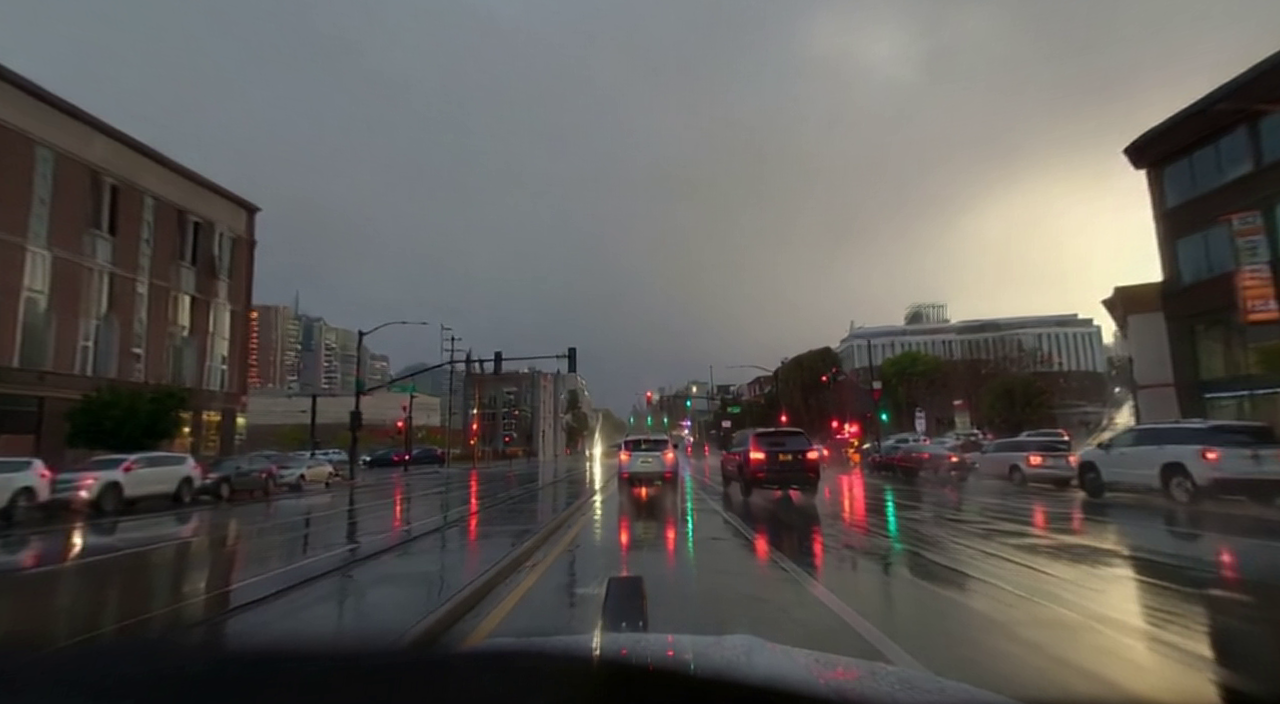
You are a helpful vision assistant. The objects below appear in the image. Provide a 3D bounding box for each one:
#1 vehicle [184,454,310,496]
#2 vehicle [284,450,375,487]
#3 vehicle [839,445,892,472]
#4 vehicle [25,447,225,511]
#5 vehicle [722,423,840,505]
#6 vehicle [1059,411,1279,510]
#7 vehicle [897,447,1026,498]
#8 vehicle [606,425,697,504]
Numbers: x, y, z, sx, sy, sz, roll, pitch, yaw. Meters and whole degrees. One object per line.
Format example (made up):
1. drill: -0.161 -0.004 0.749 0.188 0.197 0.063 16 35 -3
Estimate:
1. vehicle: -15.409 4.825 25.172 1.792 1.429 5.161 0 -9 -1
2. vehicle: -15.445 5.796 31.730 2.096 1.416 4.885 0 -6 0
3. vehicle: 14.508 6.877 40.828 1.734 1.527 4.531 -3 -9 0
4. vehicle: -15.497 3.789 19.499 1.825 1.685 5.220 1 -8 -1
5. vehicle: 3.715 3.053 17.711 2.115 1.932 5.189 0 -8 0
6. vehicle: 13.968 2.767 16.430 2.172 2.060 5.546 -3 -9 0
7. vehicle: 10.382 3.879 20.813 1.863 1.426 4.494 0 -8 0
8. vehicle: 0.250 3.024 17.424 2.157 1.863 4.665 0 -8 0
